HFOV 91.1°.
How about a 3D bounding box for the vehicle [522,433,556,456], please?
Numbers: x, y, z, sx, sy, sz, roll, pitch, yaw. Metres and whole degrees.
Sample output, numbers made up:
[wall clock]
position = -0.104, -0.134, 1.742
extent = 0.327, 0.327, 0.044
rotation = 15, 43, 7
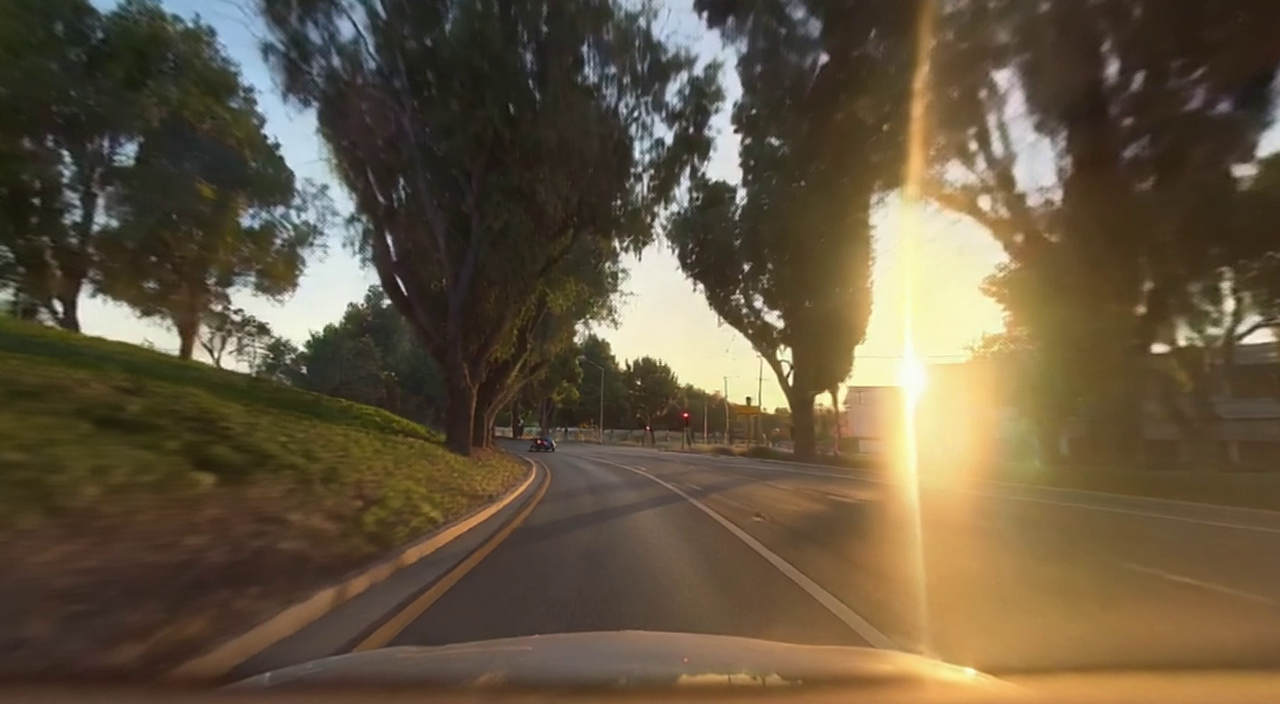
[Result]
[vehicle]
position = -7.942, 7.247, 49.070
extent = 1.947, 1.729, 4.051
rotation = 3, -9, -18
